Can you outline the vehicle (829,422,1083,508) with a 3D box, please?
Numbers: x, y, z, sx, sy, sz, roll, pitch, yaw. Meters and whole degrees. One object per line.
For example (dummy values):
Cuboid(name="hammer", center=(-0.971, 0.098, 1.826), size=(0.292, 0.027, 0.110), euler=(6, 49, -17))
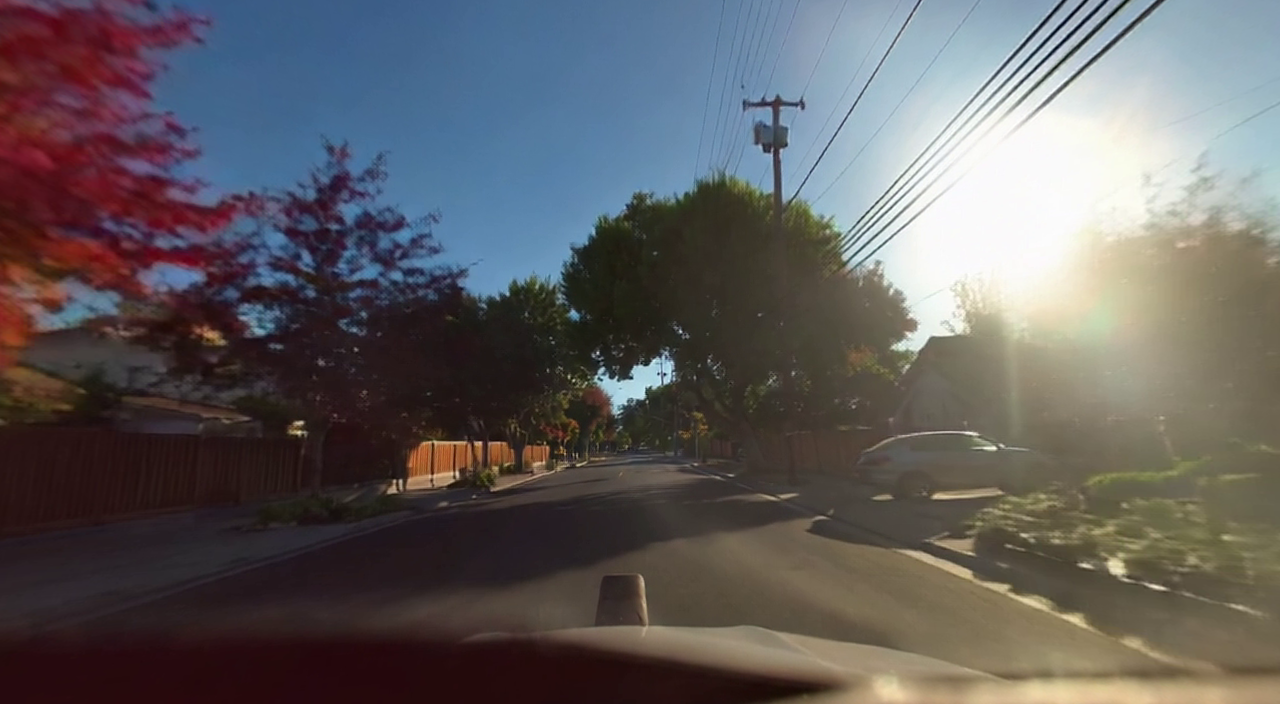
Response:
Cuboid(name="vehicle", center=(7.176, 2.613, 14.834), size=(4.806, 1.851, 2.050), euler=(0, -9, 2))
